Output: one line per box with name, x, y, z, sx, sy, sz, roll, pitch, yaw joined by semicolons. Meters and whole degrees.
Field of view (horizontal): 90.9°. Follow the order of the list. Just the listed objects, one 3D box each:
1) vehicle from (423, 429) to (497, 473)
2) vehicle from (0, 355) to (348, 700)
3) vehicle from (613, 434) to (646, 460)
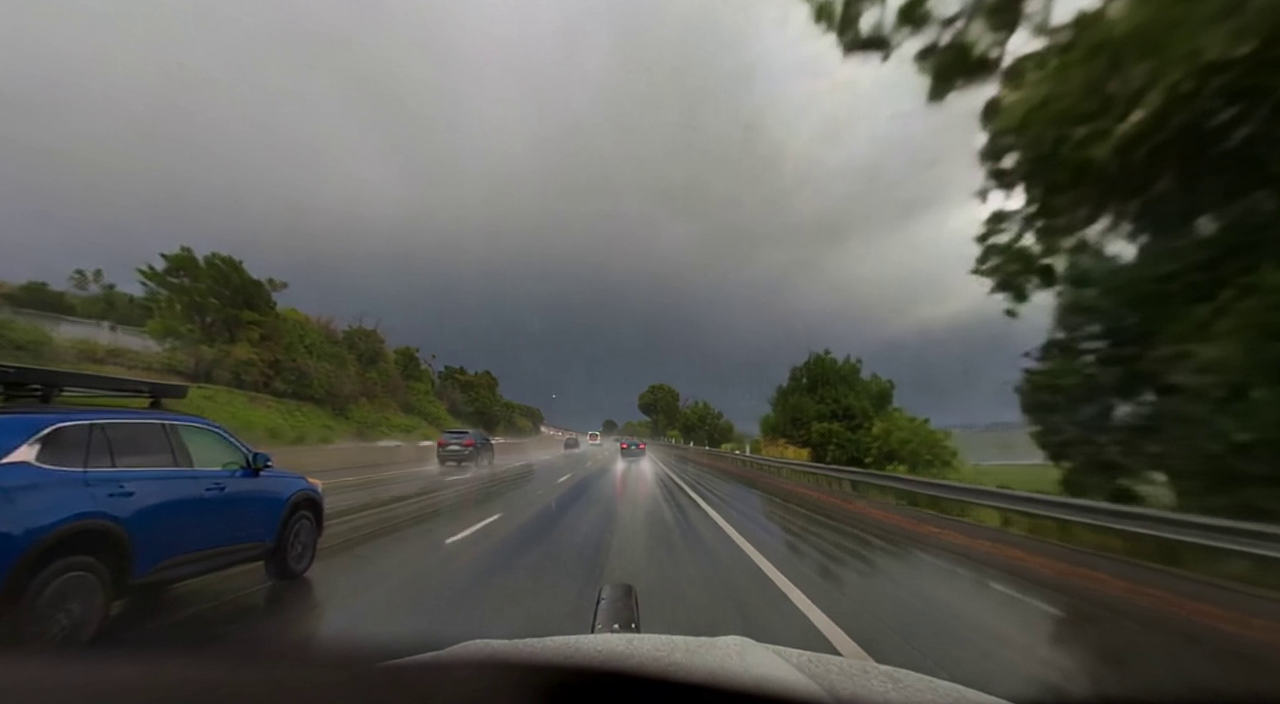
vehicle;-7.830;4.324;27.906;1.964;1.745;4.338;0;-8;0
vehicle;-4.320;1.096;4.712;2.069;1.748;4.652;0;-8;-1
vehicle;-0.703;6.406;42.858;2.178;1.658;3.916;0;-8;-1
